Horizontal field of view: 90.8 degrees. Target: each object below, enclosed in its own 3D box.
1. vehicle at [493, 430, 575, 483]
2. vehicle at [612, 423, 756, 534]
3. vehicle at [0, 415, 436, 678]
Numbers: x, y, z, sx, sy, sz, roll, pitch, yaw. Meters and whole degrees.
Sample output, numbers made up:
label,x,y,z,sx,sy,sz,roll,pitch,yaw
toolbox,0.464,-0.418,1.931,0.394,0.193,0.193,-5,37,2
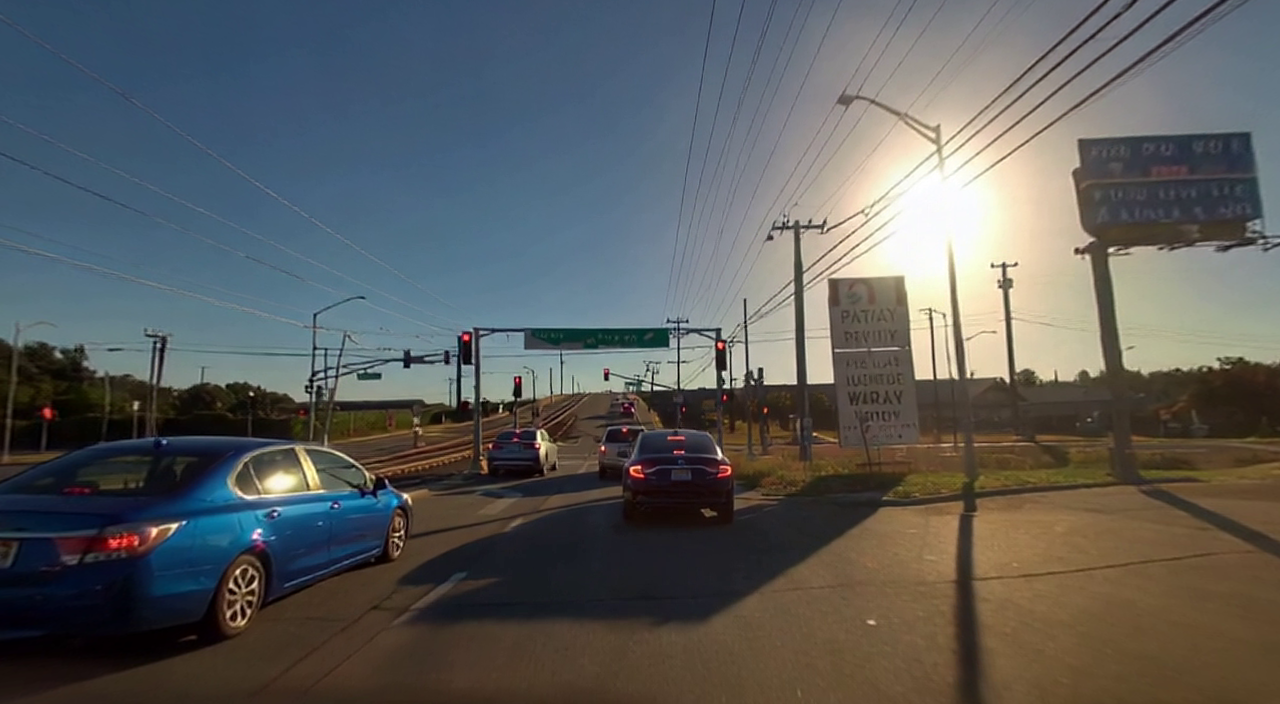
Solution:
label,x,y,z,sx,sy,sz,roll,pitch,yaw
vehicle,-3.267,3.335,20.339,1.984,1.505,4.047,0,-8,-1
vehicle,0.531,2.057,10.854,1.998,1.529,3.960,0,-9,-3
vehicle,-3.632,1.440,5.918,1.956,1.468,4.585,0,-8,-1
